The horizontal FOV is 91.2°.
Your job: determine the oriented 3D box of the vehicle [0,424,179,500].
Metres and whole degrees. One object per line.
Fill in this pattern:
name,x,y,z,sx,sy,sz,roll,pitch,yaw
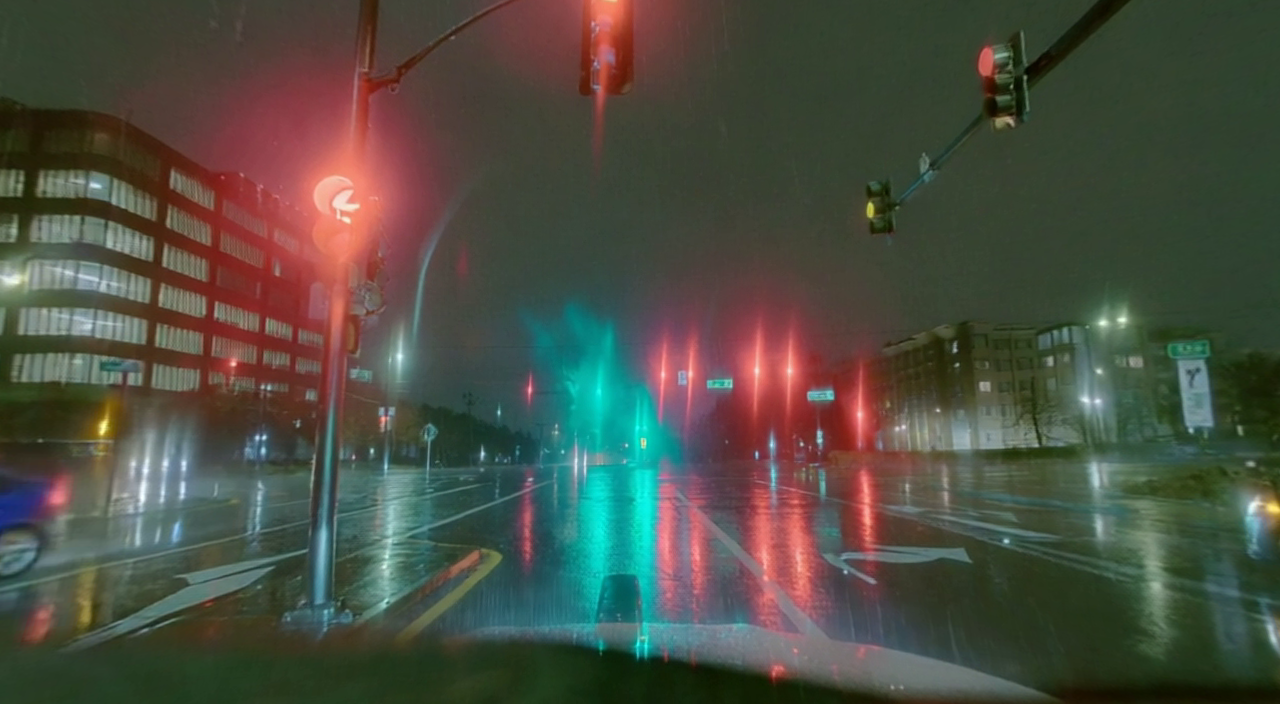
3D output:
vehicle,-25.000,4.815,27.565,7.088,3.096,2.678,0,-9,-2
